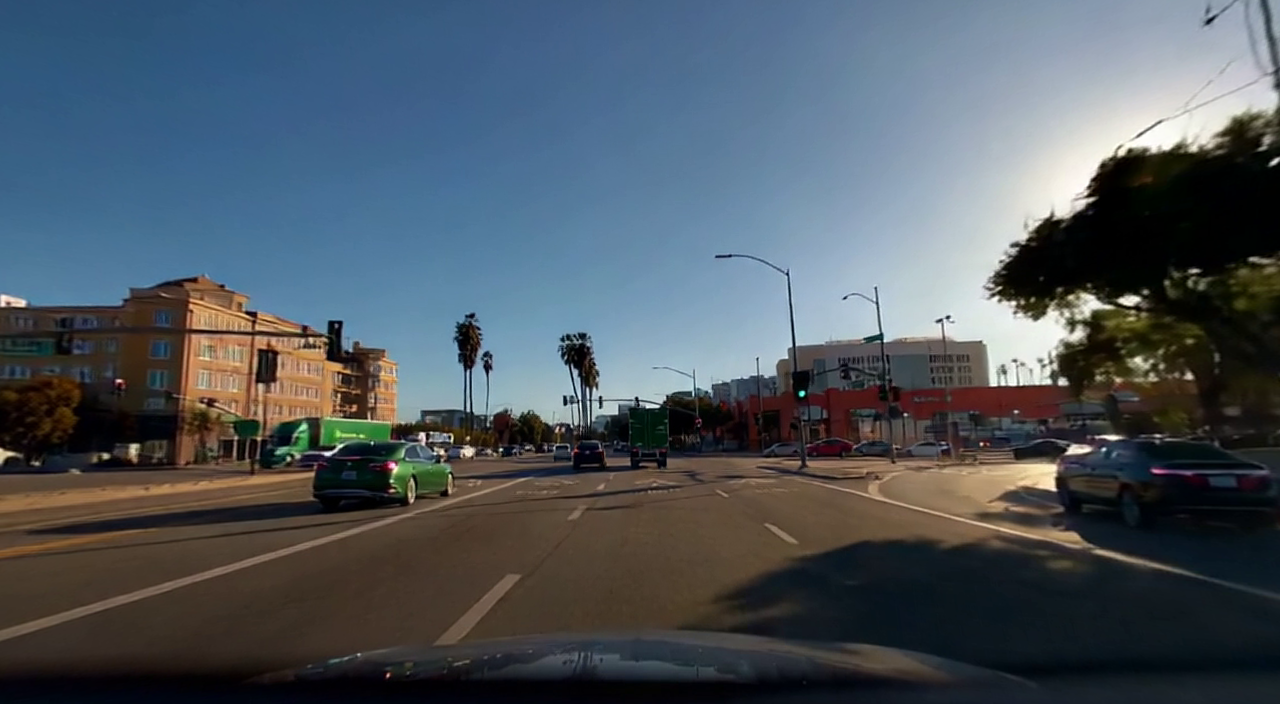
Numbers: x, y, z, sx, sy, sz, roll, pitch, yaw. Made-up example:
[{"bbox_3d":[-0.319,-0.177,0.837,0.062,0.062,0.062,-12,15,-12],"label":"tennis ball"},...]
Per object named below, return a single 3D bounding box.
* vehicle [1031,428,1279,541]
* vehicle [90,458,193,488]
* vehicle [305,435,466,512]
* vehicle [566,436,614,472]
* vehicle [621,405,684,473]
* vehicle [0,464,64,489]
[{"bbox_3d":[8.879,2.112,10.713,1.961,1.502,4.541,-1,-9,8],"label":"vehicle"},{"bbox_3d":[-27.833,6.741,35.275,1.969,1.487,4.512,0,-8,1],"label":"vehicle"},{"bbox_3d":[-6.072,2.936,15.746,2.045,1.630,4.680,0,-8,0],"label":"vehicle"},{"bbox_3d":[-2.718,5.680,35.079,2.178,1.826,4.933,0,-8,1],"label":"vehicle"},{"bbox_3d":[0.681,4.663,33.519,2.993,3.235,6.692,0,-8,1],"label":"vehicle"},{"bbox_3d":[-44.867,8.946,45.240,4.653,1.744,2.183,-1,-9,5],"label":"vehicle"}]
